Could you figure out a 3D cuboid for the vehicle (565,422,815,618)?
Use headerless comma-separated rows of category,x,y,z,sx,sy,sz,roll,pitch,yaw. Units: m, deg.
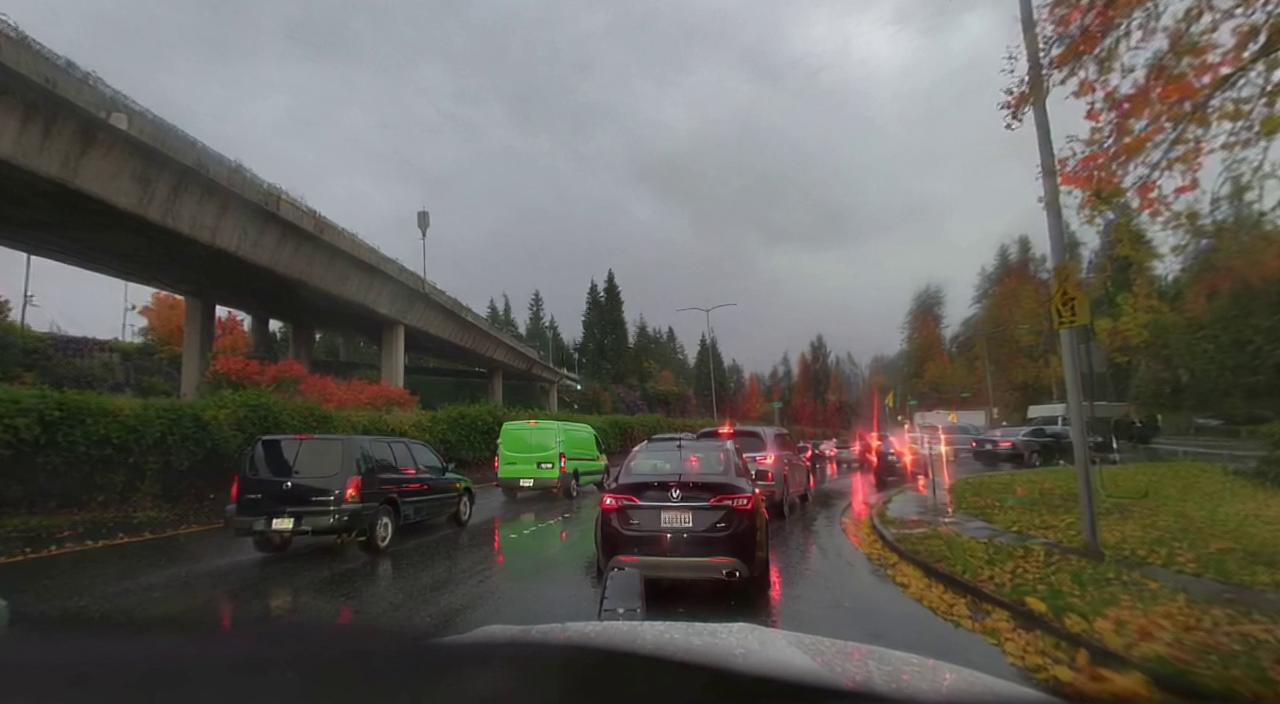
vehicle,0.802,1.639,7.014,2.064,1.515,3.722,-3,-9,14

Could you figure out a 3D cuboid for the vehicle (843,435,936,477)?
vehicle,9.680,3.983,24.147,3.934,1.485,1.763,8,-12,-43

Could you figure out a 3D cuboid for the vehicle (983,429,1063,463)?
vehicle,17.517,4.300,28.644,3.445,1.478,1.764,6,-11,-34

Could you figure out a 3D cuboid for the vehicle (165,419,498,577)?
vehicle,-3.649,1.798,8.456,1.921,1.554,4.081,-2,-9,10

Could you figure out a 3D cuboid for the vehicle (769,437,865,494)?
vehicle,5.251,3.256,18.284,1.780,1.446,3.902,-5,-10,29

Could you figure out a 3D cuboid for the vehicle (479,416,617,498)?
vehicle,-2.222,2.708,16.323,1.835,1.825,4.005,-4,-9,20
